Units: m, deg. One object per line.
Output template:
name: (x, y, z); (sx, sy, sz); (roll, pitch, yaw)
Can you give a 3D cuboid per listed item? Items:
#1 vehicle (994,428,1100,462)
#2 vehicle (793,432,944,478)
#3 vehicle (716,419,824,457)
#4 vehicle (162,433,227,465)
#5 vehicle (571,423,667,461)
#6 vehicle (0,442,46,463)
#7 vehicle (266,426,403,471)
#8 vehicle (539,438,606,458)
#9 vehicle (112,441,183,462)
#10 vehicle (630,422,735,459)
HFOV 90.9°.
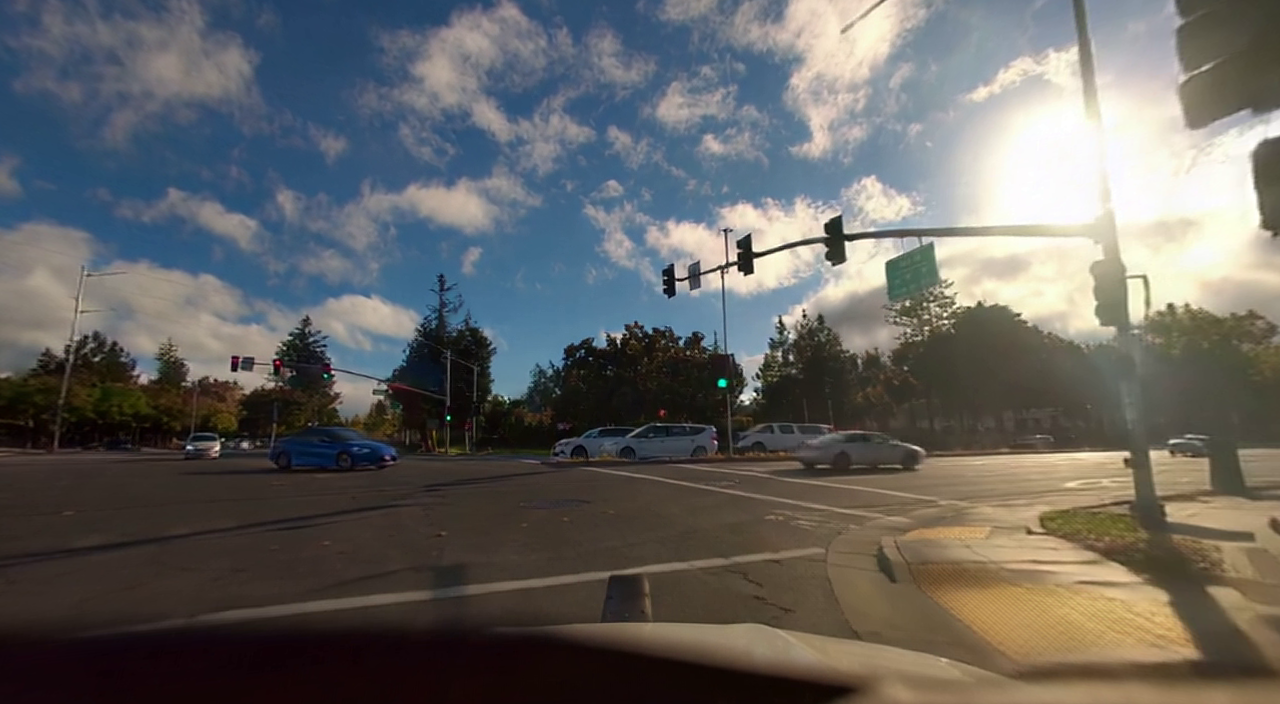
vehicle: (19.240, 4.367, 29.748); (5.032, 1.473, 1.827); (4, -9, -27)
vehicle: (7.587, 3.393, 21.056); (4.425, 1.366, 1.865); (2, -9, -15)
vehicle: (7.308, 4.866, 35.438); (5.791, 1.964, 2.199); (5, -9, -26)
vehicle: (-27.236, 5.900, 38.435); (2.450, 1.807, 5.332); (7, -11, -42)
vehicle: (-1.057, 4.444, 31.356); (4.360, 1.749, 1.895); (4, -9, -28)
vehicle: (-48.618, 7.645, 47.874); (4.589, 1.462, 1.953); (2, -9, -17)
vehicle: (-10.804, 3.393, 22.241); (4.686, 1.425, 2.018); (-6, -10, 30)
vehicle: (-5.202, 7.391, 48.695); (4.751, 1.479, 1.899); (4, -9, -26)
vehicle: (-37.047, 7.489, 47.400); (4.826, 1.484, 2.000); (-4, -9, 22)
vehicle: (1.985, 4.067, 29.094); (4.483, 1.589, 1.852); (3, -9, -26)
